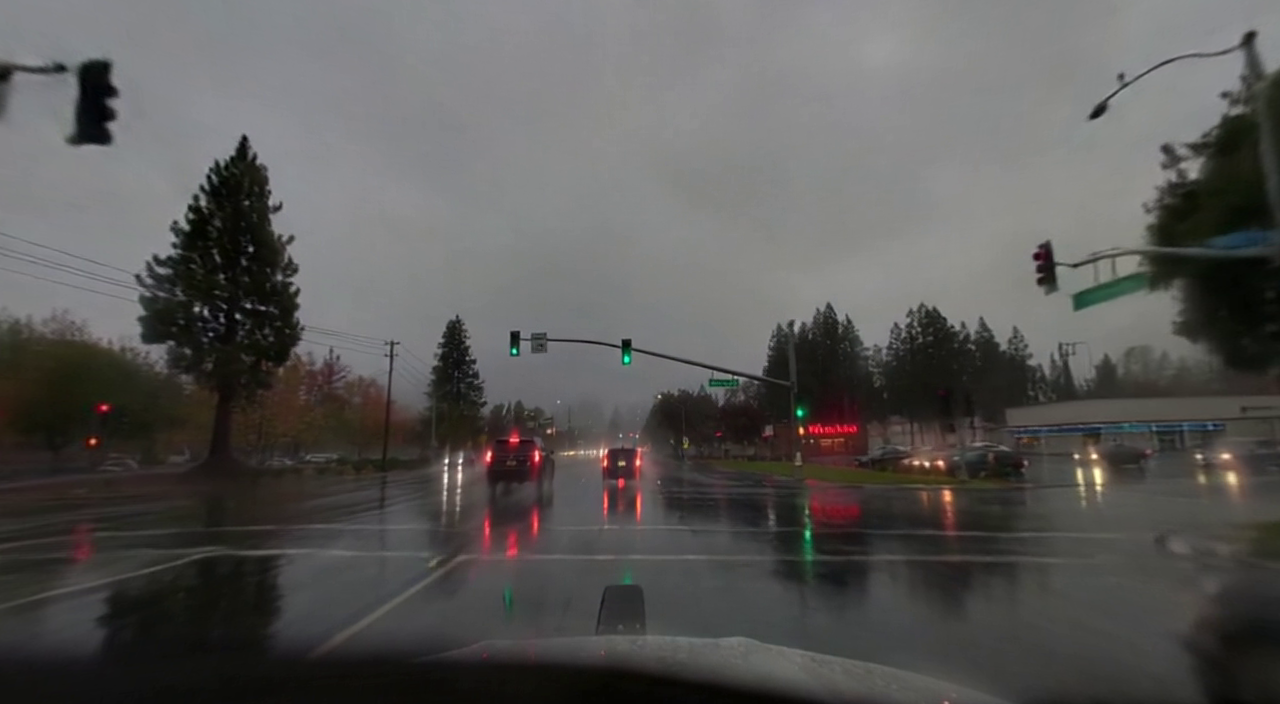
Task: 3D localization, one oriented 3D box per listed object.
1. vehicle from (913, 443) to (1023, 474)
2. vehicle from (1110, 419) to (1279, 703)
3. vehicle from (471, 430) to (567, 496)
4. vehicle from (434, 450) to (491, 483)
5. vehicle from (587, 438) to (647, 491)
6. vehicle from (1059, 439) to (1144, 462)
[{"bbox_3d":[18.877,6.140,36.542,5.209,1.743,2.081,0,-9,-1],"label":"vehicle"},{"bbox_3d":[3.584,0.775,1.030,2.207,1.447,4.418,0,-9,0],"label":"vehicle"},{"bbox_3d":[-4.028,3.810,22.185,2.252,1.999,5.605,0,-8,0],"label":"vehicle"},{"bbox_3d":[-9.404,6.061,33.766,1.867,1.427,4.371,-3,-8,-1],"label":"vehicle"},{"bbox_3d":[-0.812,4.156,23.702,2.061,1.809,4.141,0,-9,-1],"label":"vehicle"},{"bbox_3d":[31.521,6.727,43.205,4.347,1.457,1.785,0,-9,0],"label":"vehicle"}]
